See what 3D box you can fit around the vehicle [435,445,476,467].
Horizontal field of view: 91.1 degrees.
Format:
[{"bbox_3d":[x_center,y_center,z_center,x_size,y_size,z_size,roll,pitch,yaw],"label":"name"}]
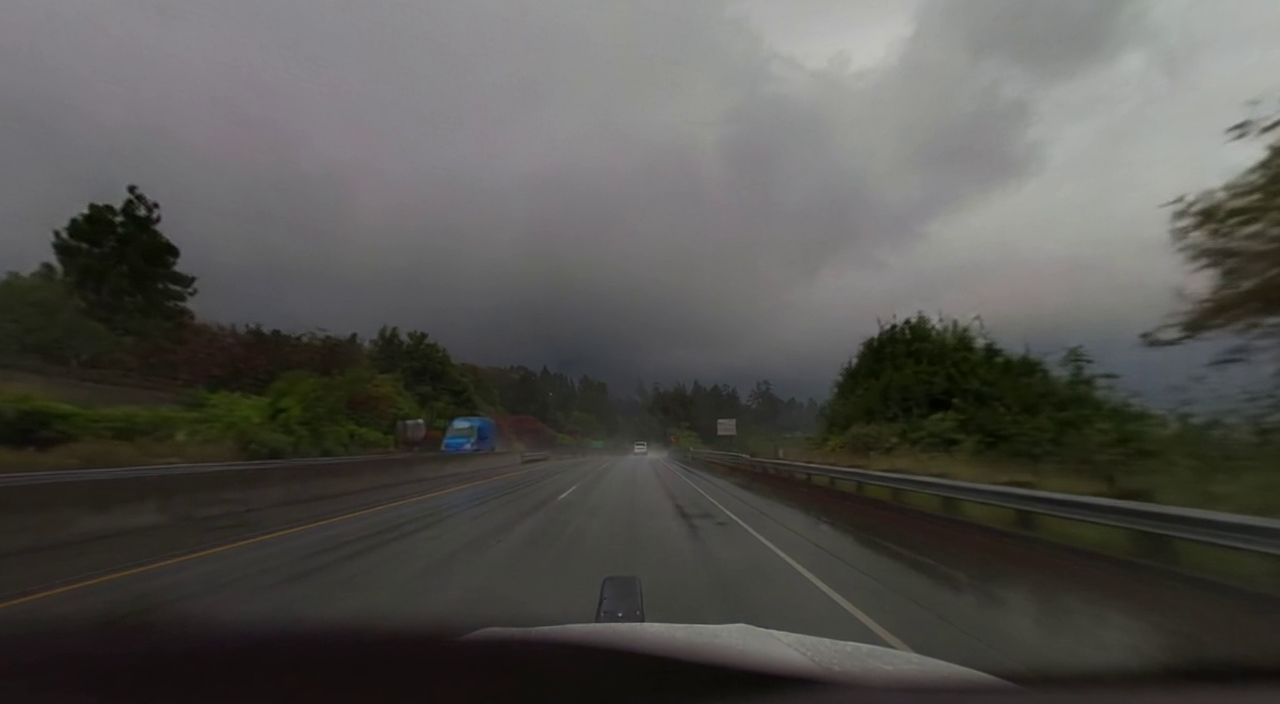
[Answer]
[{"bbox_3d":[-14.482,8.185,49.579,1.918,1.609,4.302,0,-8,1],"label":"vehicle"}]
